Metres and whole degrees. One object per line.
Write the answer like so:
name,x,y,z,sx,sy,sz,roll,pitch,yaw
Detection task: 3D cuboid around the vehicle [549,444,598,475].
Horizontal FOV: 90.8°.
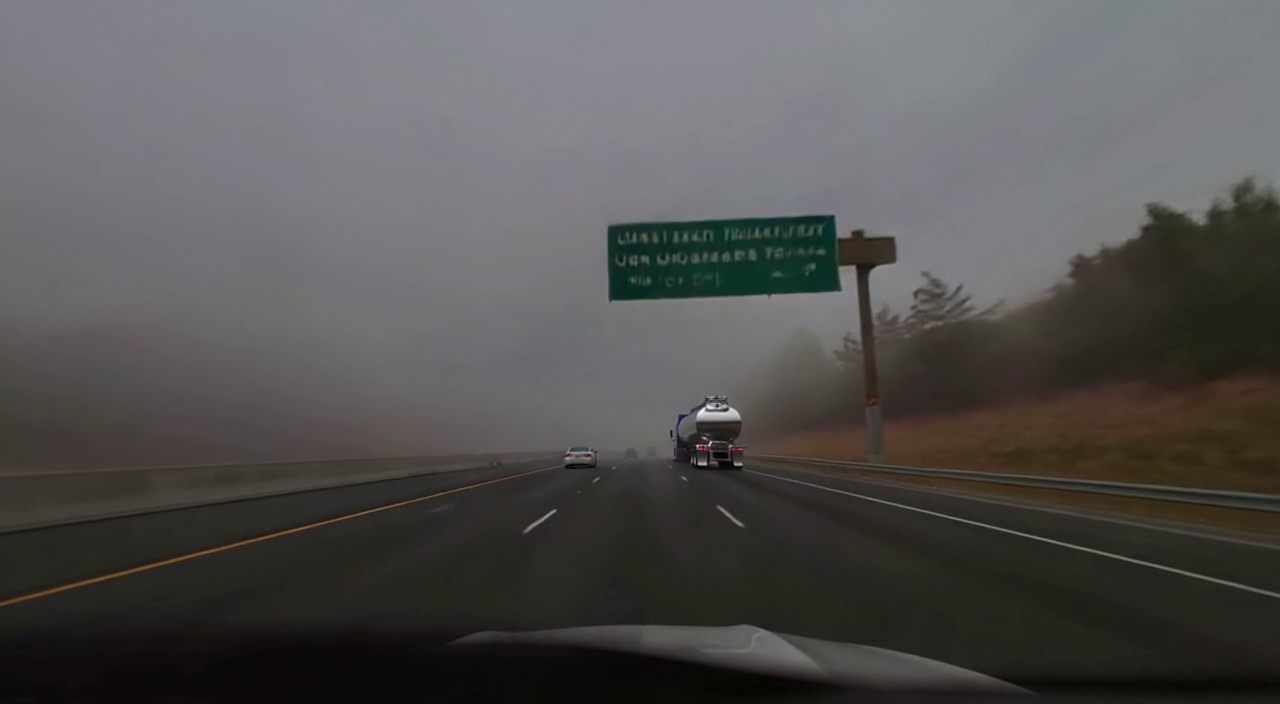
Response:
vehicle,-3.347,5.483,32.533,1.986,1.458,4.506,0,-9,1

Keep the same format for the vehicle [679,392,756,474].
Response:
vehicle,3.874,4.469,33.958,2.759,3.734,9.708,0,-9,-1
